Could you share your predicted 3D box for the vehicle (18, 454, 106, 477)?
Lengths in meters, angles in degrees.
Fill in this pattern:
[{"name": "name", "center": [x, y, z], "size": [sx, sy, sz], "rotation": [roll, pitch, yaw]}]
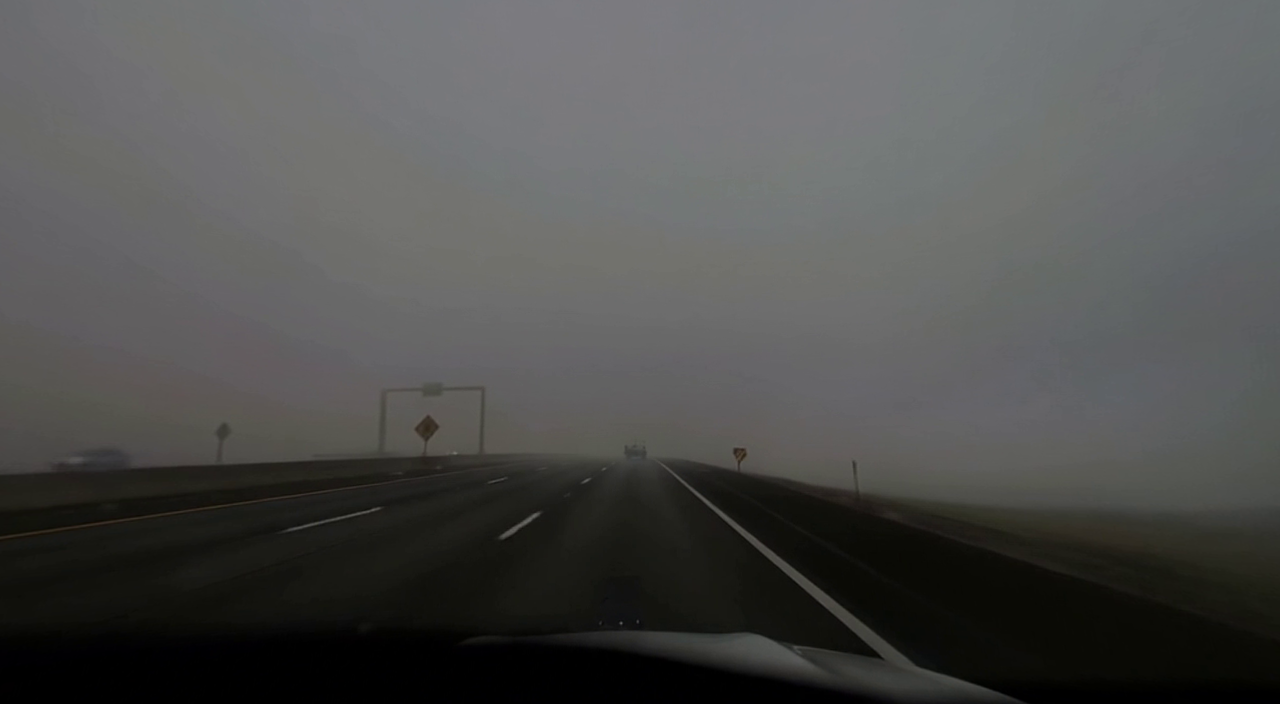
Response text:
[{"name": "vehicle", "center": [-39.849, 7.811, 43.535], "size": [1.882, 1.462, 4.335], "rotation": [0, -9, 1]}]
